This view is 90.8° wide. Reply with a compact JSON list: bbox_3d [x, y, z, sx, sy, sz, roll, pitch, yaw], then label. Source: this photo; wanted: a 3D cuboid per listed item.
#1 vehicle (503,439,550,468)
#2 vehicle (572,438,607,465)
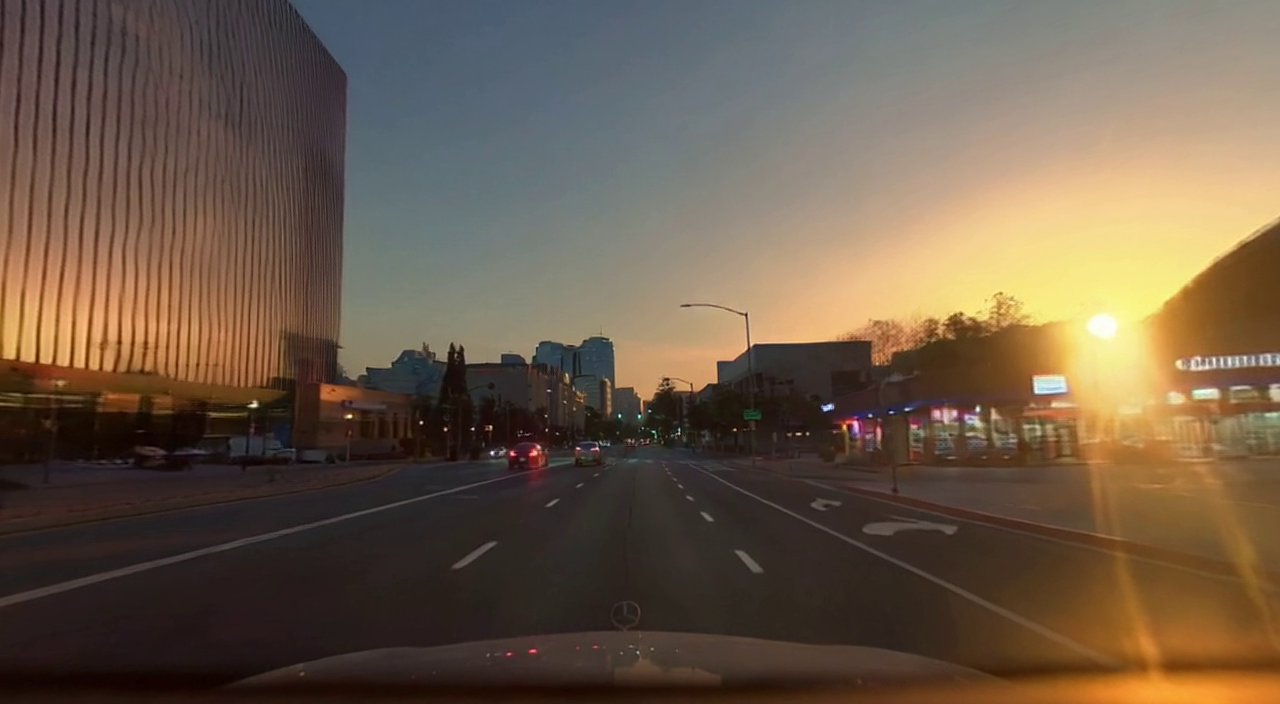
[{"bbox_3d":[-6.698,6.069,37.850,1.909,1.605,4.561,0,-9,1],"label":"vehicle"},{"bbox_3d":[-3.496,6.962,44.244,2.052,1.729,4.195,0,-9,1],"label":"vehicle"}]
